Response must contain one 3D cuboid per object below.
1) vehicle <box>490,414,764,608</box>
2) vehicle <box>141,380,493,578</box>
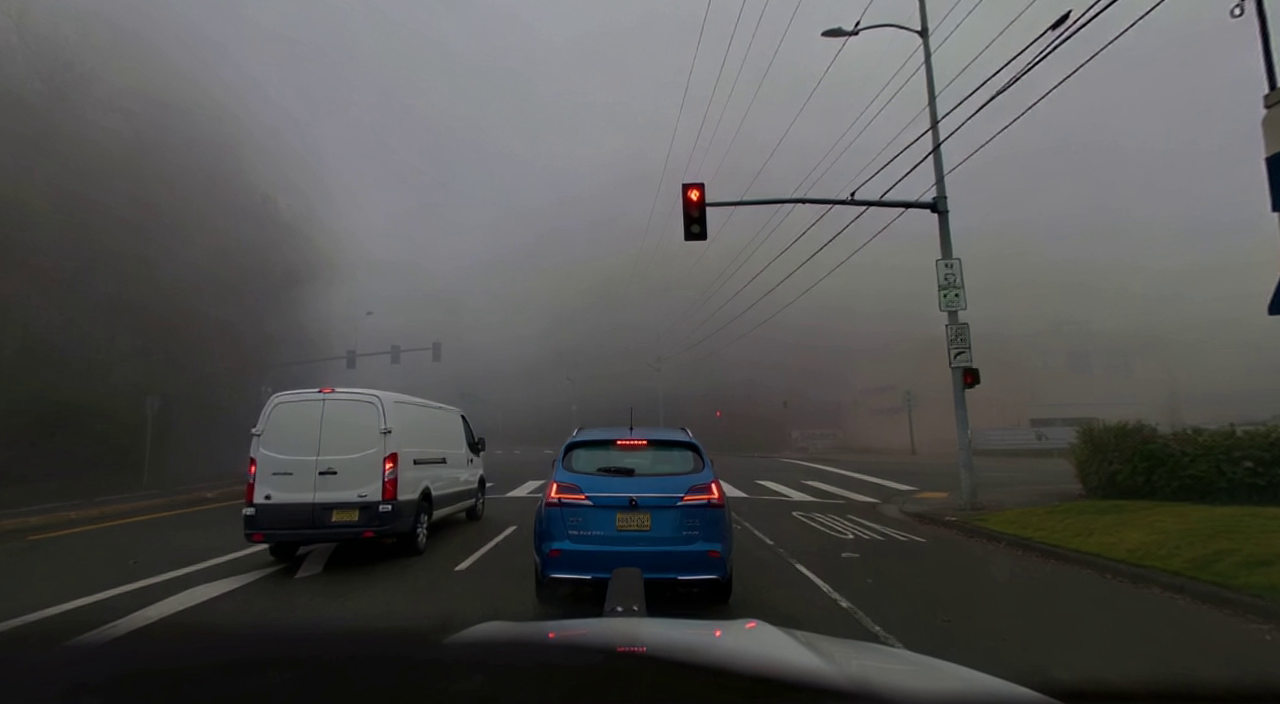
[{"bbox_3d":[-0.107,1.464,6.777,2.064,1.452,3.942,0,-8,0],"label":"vehicle"},{"bbox_3d":[-3.581,1.512,8.423,2.076,1.820,5.100,0,-8,-1],"label":"vehicle"}]
